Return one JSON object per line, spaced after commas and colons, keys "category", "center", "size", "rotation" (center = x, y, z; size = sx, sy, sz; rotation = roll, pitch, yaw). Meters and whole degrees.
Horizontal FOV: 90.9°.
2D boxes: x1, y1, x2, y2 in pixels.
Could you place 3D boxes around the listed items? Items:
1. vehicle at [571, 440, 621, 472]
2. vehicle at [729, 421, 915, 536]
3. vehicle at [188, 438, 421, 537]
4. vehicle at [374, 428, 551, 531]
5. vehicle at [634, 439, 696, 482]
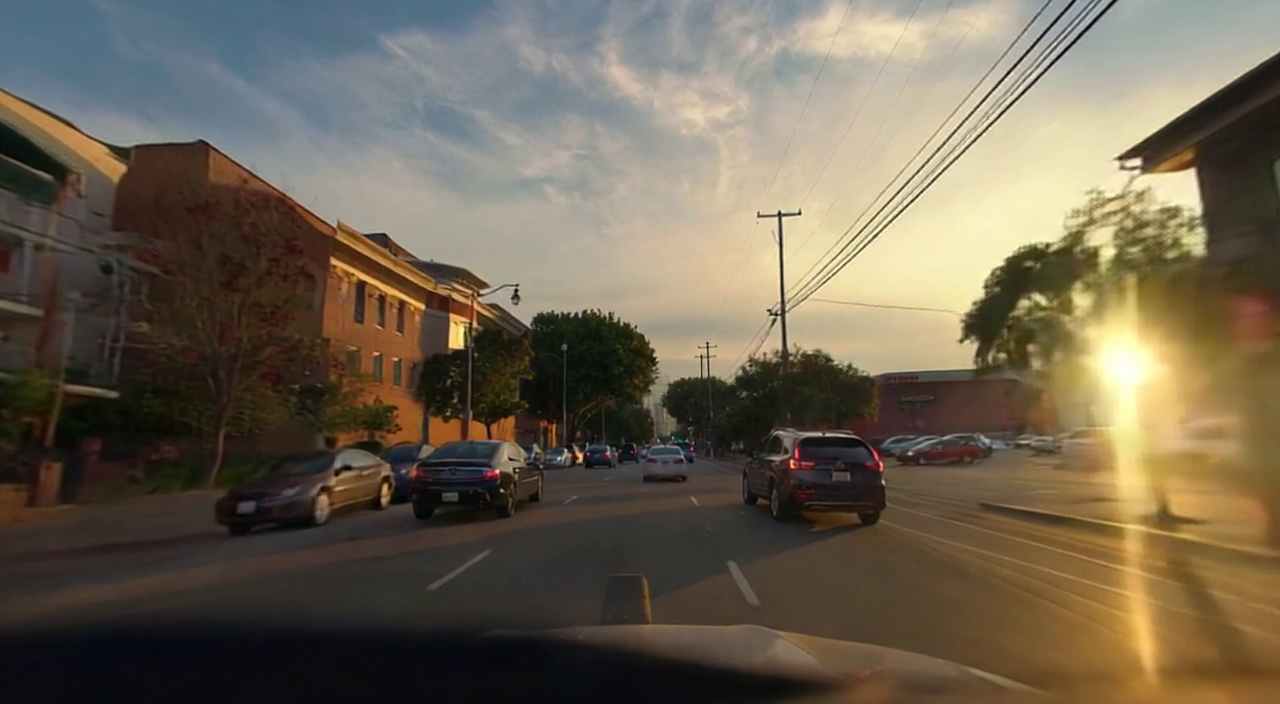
{"category": "vehicle", "center": [-2.165, 5.262, 32.292], "size": [2.019, 1.507, 4.643], "rotation": [0, -8, 3]}
{"category": "vehicle", "center": [3.036, 2.204, 11.695], "size": [2.094, 1.709, 4.394], "rotation": [0, -8, -1]}
{"category": "vehicle", "center": [-5.974, 2.400, 11.952], "size": [1.863, 1.506, 4.265], "rotation": [0, -8, 3]}
{"category": "vehicle", "center": [-3.105, 2.295, 12.037], "size": [2.085, 1.619, 3.976], "rotation": [0, -8, 2]}
{"category": "vehicle", "center": [0.910, 4.062, 23.970], "size": [2.139, 1.466, 4.373], "rotation": [0, -8, 1]}
